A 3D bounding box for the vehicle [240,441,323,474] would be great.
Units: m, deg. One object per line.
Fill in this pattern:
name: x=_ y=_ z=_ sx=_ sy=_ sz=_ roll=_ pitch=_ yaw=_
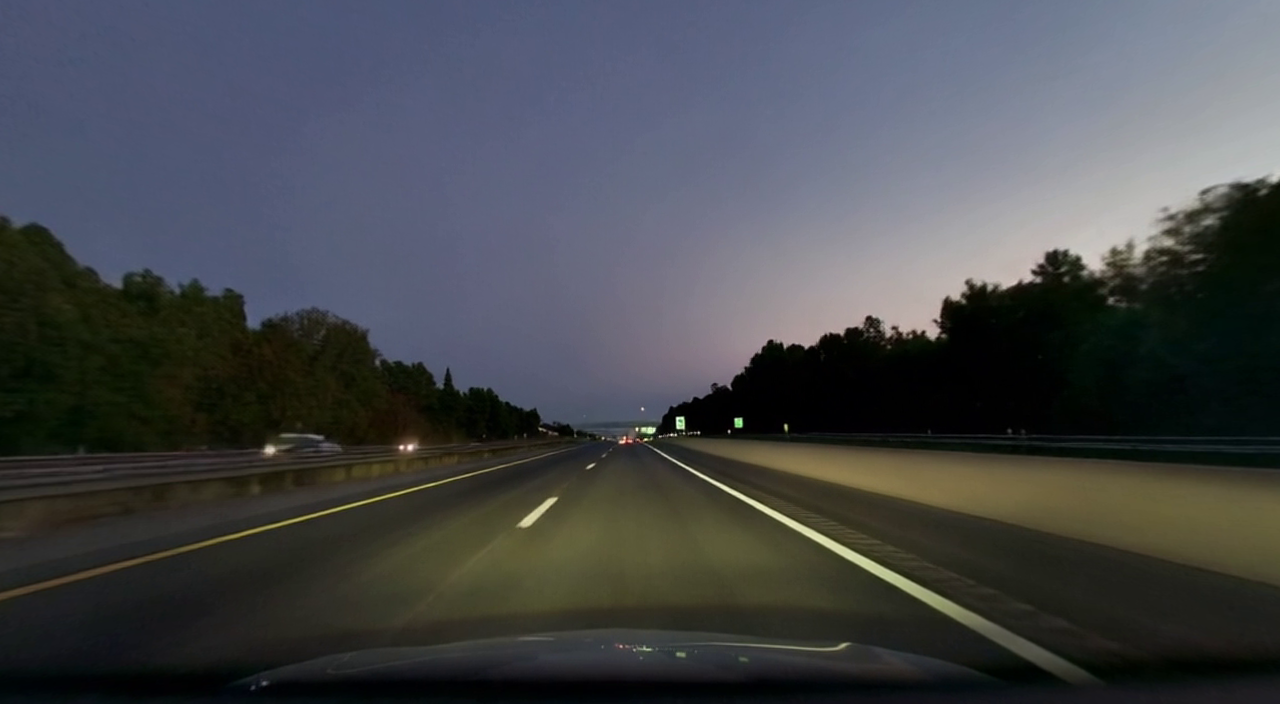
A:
vehicle: x=-16.983 y=4.991 z=30.028 sx=1.756 sy=1.429 sz=3.808 roll=0 pitch=-8 yaw=-1
